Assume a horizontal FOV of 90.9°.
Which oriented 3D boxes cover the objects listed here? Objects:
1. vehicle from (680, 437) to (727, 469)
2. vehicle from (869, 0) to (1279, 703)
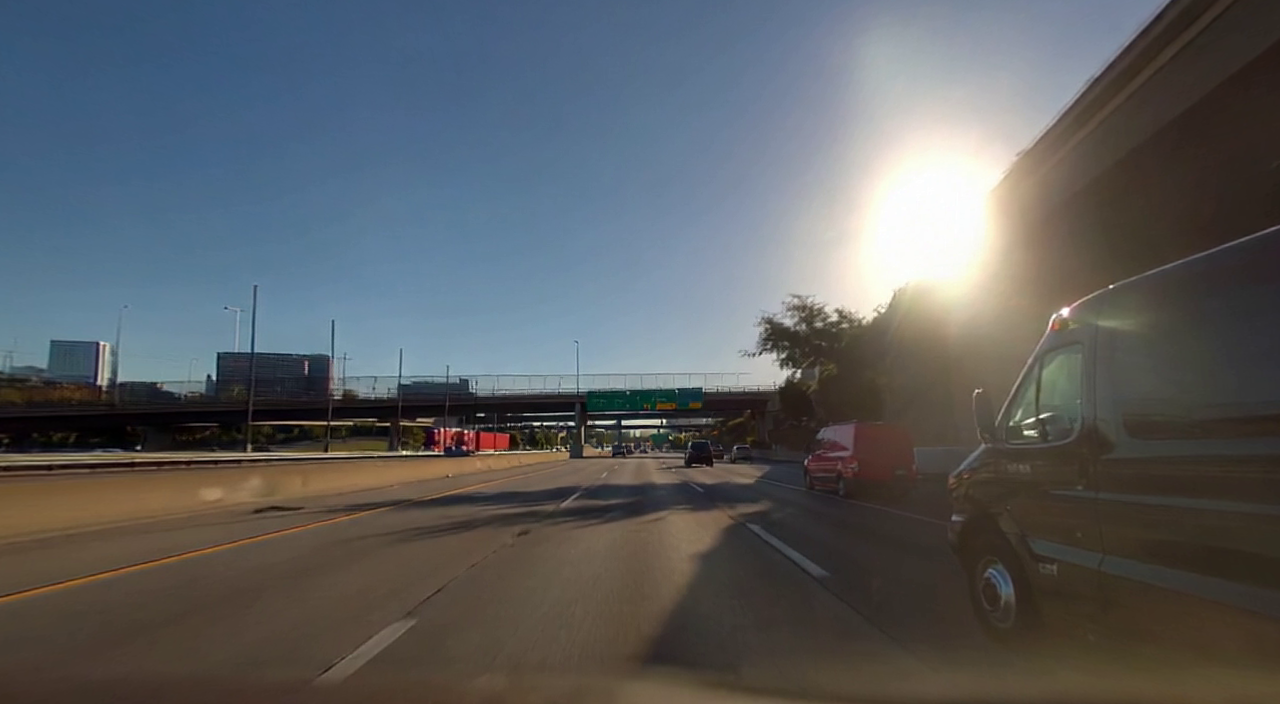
[{"bbox_3d":[4.039,6.562,41.252,2.464,1.961,5.520,0,-8,-1],"label":"vehicle"},{"bbox_3d":[3.170,0.236,1.764,2.436,2.745,7.034,0,-8,0],"label":"vehicle"}]
